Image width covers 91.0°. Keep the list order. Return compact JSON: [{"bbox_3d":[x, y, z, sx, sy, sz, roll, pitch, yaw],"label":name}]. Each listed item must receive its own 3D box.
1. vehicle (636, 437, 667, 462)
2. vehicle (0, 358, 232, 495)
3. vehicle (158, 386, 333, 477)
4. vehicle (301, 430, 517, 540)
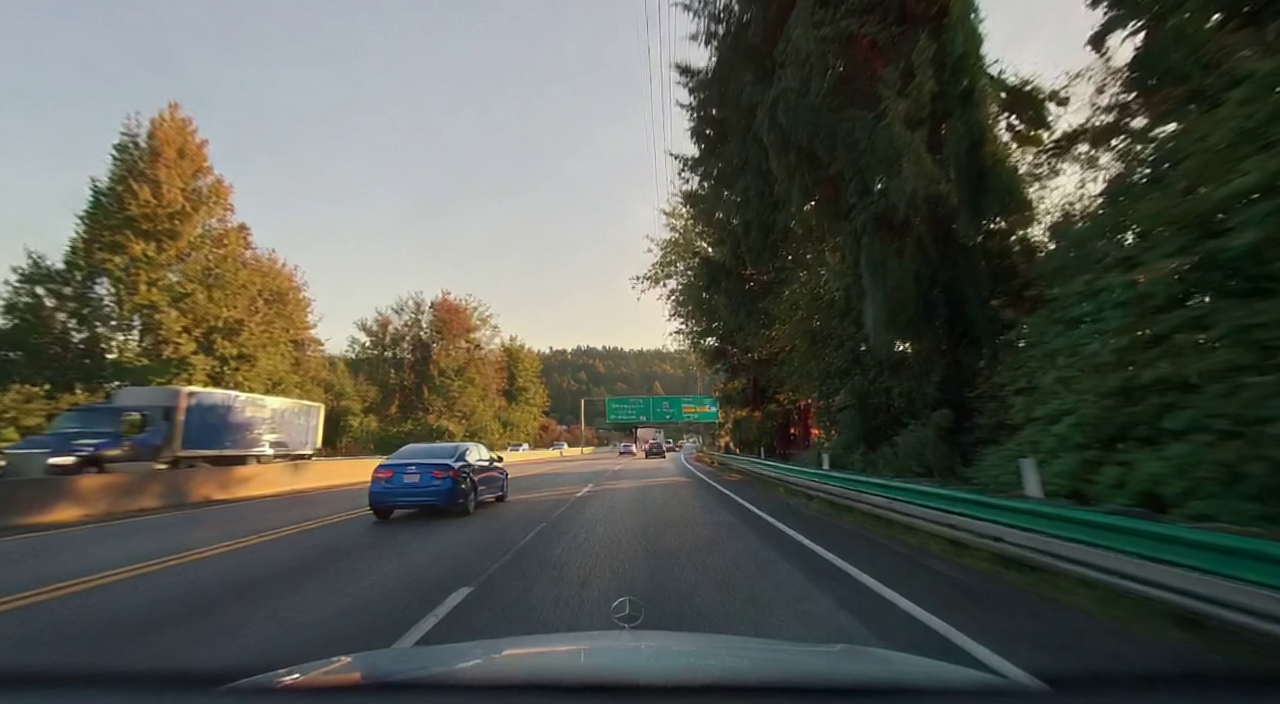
[{"bbox_3d":[0.924,7.275,47.103,2.176,1.725,4.182,0,-8,2],"label":"vehicle"},{"bbox_3d":[-19.682,2.784,22.492,3.028,3.896,10.375,0,-8,1],"label":"vehicle"},{"bbox_3d":[-19.512,4.114,32.097,3.271,4.022,8.274,0,-8,1],"label":"vehicle"},{"bbox_3d":[-3.656,2.173,11.035,2.021,1.515,4.453,0,-8,1],"label":"vehicle"}]
